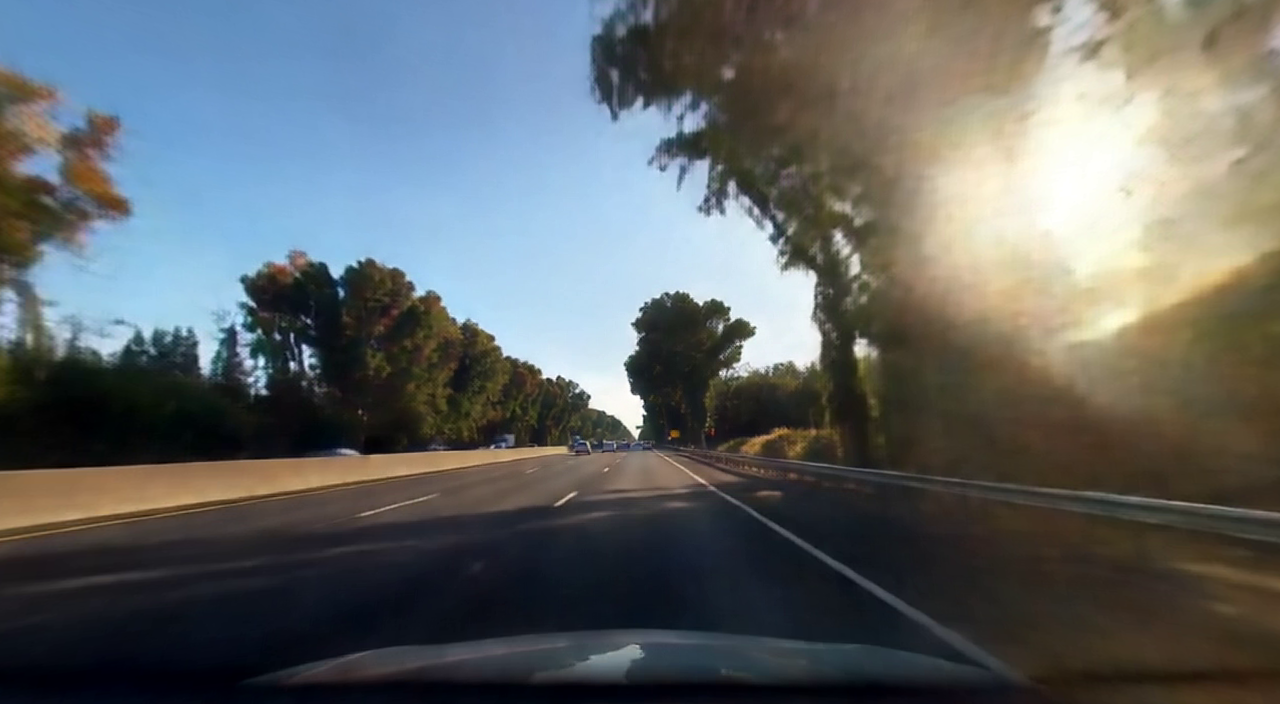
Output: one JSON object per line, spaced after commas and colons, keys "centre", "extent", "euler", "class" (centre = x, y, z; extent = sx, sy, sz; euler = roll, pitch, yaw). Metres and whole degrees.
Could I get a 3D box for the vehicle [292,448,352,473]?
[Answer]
{"centre": [-19.146, 6.519, 38.086], "extent": [1.683, 1.420, 3.650], "euler": [0, -8, 1], "class": "vehicle"}
